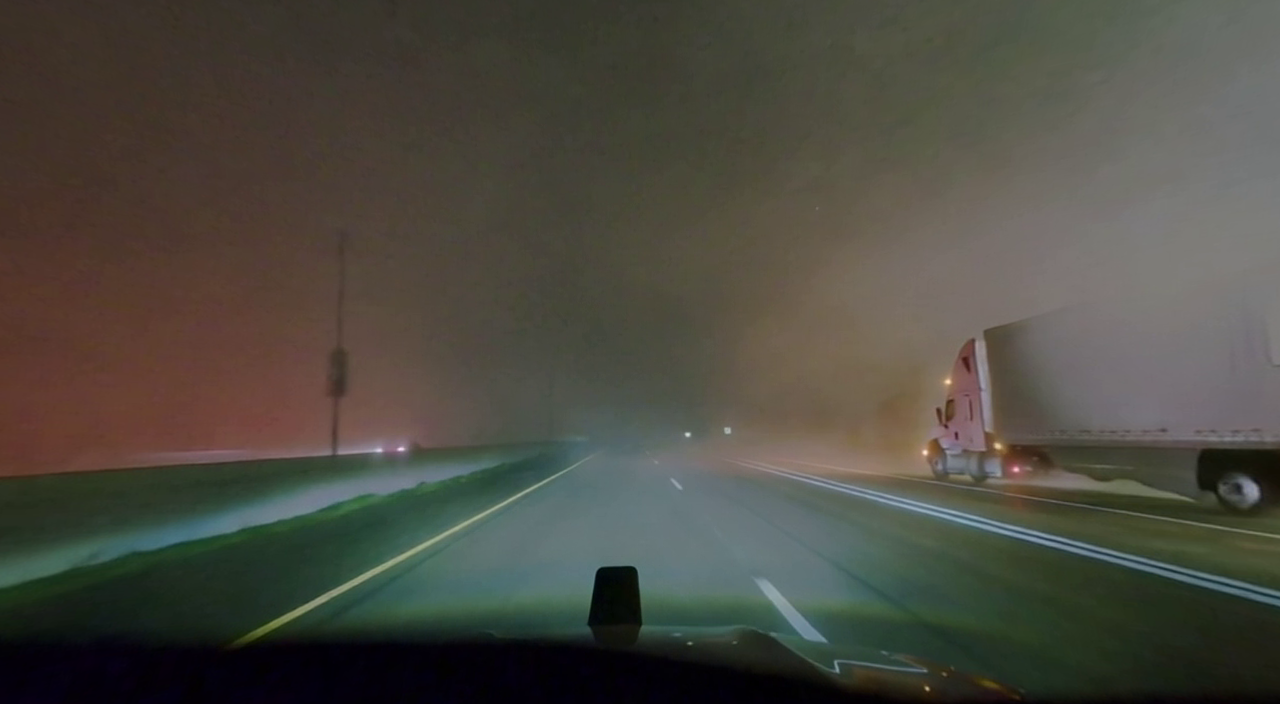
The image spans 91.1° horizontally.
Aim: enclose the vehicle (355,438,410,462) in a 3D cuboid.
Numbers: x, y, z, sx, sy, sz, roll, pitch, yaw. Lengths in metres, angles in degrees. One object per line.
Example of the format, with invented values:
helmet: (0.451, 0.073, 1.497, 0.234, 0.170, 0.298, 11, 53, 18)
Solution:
vehicle: (-17.456, 6.633, 42.873, 1.902, 1.512, 4.474, 0, -8, -1)
